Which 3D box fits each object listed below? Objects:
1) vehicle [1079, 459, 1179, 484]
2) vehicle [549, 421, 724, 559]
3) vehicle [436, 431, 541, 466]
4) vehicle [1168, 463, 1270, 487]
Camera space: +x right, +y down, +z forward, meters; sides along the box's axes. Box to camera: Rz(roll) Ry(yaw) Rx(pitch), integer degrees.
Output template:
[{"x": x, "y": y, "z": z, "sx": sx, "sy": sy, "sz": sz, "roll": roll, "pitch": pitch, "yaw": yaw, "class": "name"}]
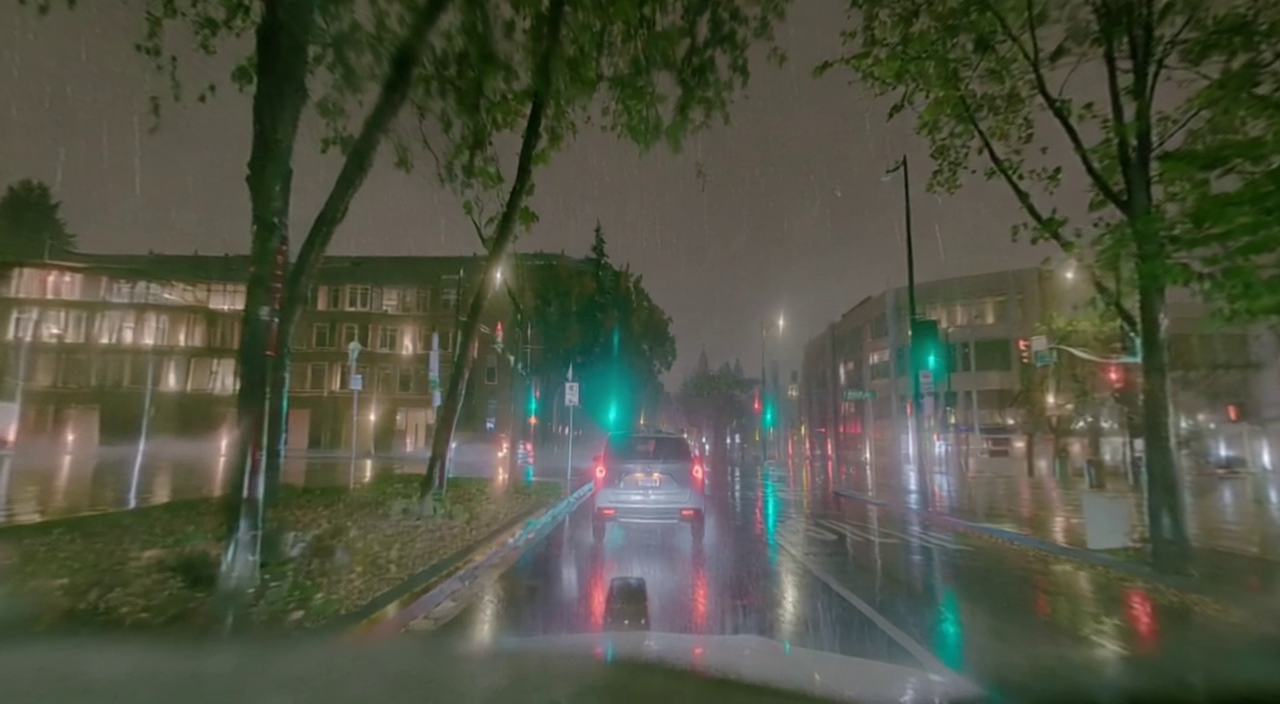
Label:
[{"x": 30.239, "y": 7.371, "z": 39.040, "sx": 4.668, "sy": 1.441, "sz": 1.904, "roll": 0, "pitch": -9, "yaw": -4, "class": "vehicle"}, {"x": -0.051, "y": 1.931, "z": 9.490, "sx": 2.079, "sy": 1.621, "sz": 3.861, "roll": 0, "pitch": -8, "yaw": 0, "class": "vehicle"}, {"x": -7.441, "y": 4.723, "z": 30.972, "sx": 4.536, "sy": 1.586, "sz": 2.254, "roll": -4, "pitch": -9, "yaw": 23, "class": "vehicle"}, {"x": 35.953, "y": 7.626, "z": 39.195, "sx": 4.457, "sy": 1.409, "sz": 1.873, "roll": 0, "pitch": -9, "yaw": -1, "class": "vehicle"}]
